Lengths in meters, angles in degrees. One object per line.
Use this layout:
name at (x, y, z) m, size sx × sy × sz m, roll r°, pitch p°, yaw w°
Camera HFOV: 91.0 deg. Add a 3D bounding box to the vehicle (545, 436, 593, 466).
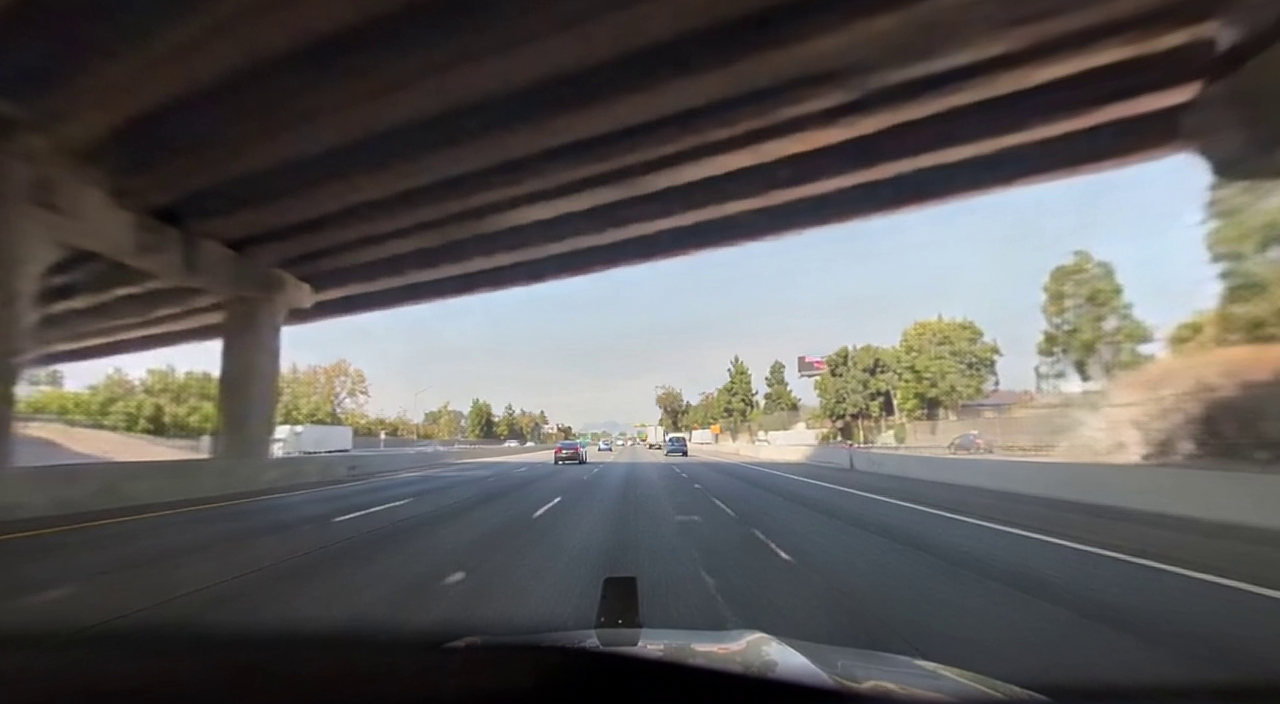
vehicle at (-3.693, 5.254, 33.528) m, size 2.066 × 1.500 × 4.415 m, roll 0°, pitch -8°, yaw 0°
